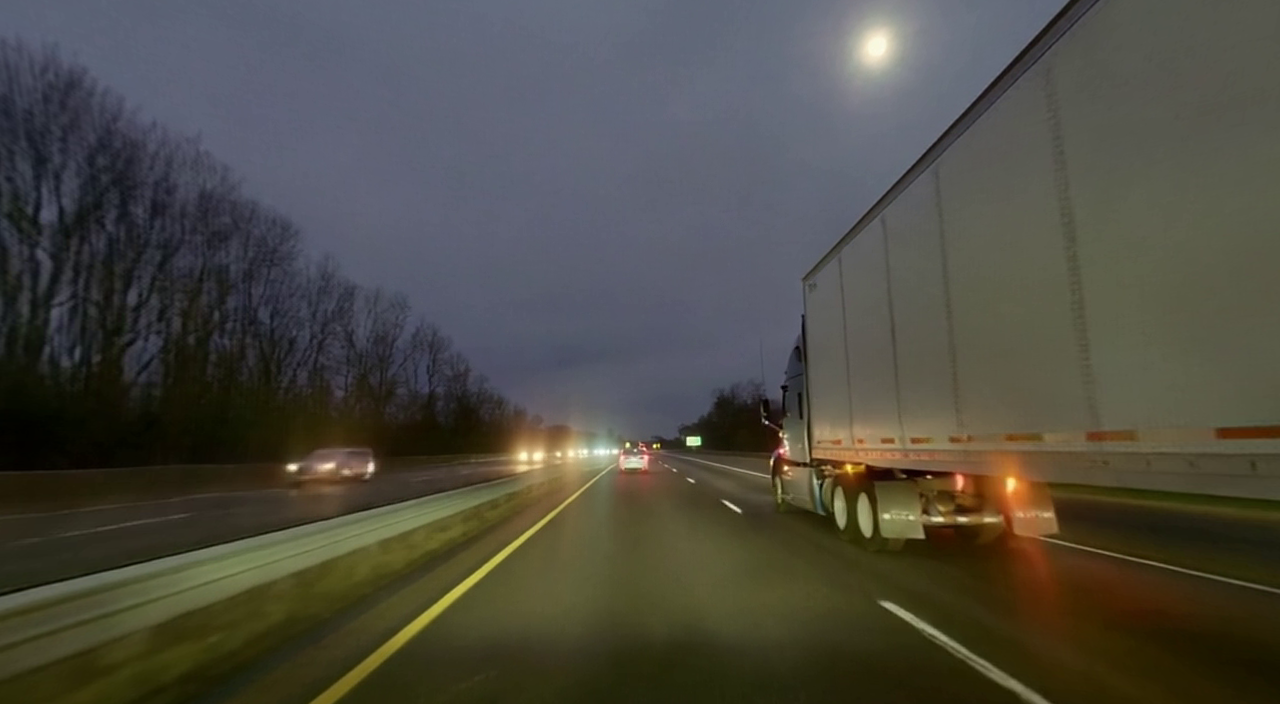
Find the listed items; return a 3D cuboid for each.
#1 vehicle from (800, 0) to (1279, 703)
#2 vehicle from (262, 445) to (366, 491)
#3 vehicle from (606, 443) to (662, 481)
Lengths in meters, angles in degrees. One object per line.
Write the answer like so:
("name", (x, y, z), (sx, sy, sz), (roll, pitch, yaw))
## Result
("vehicle", (4.421, -0.299, 3.154), (3.317, 4.020, 14.141), (0, -9, -1))
("vehicle", (-13.386, 4.765, 26.078), (1.995, 1.693, 4.326), (0, -9, 0))
("vehicle", (-0.284, 4.751, 27.276), (2.244, 1.506, 4.097), (0, -9, -1))
